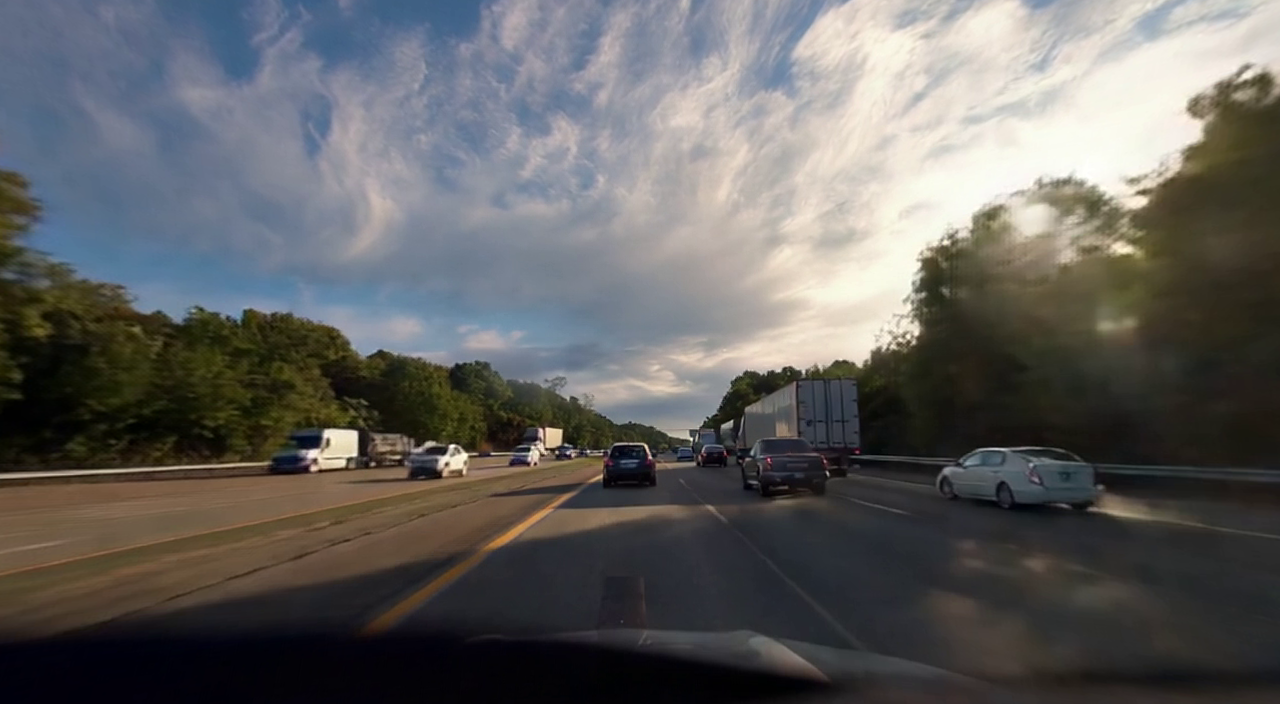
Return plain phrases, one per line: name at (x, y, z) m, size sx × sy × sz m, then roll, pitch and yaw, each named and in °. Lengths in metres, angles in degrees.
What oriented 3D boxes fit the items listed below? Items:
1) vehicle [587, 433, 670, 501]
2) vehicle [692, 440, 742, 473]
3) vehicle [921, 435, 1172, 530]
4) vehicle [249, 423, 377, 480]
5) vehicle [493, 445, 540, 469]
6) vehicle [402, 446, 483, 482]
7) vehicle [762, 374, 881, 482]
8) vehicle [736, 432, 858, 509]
vehicle at (-0.251, 3.086, 17.231) m, size 2.023 × 1.618 × 3.628 m, roll 0°, pitch -9°, yaw 1°
vehicle at (4.049, 5.591, 33.825) m, size 2.150 × 1.632 × 4.260 m, roll 0°, pitch -9°, yaw 0°
vehicle at (7.336, 2.385, 12.051) m, size 1.951 × 1.467 × 4.173 m, roll 0°, pitch -9°, yaw -1°
vehicle at (-16.131, 5.022, 31.857) m, size 2.537 × 2.511 × 7.298 m, roll 0°, pitch -9°, yaw 0°
vehicle at (-7.974, 6.829, 41.193) m, size 2.106 × 1.494 × 4.170 m, roll 0°, pitch -9°, yaw 1°
vehicle at (-8.795, 5.034, 28.538) m, size 2.053 × 1.476 × 4.544 m, roll -1°, pitch -9°, yaw 2°
vehicle at (7.673, 3.501, 28.164) m, size 2.823 × 4.063 × 8.485 m, roll 0°, pitch -9°, yaw 1°
vehicle at (3.621, 2.817, 15.348) m, size 1.920 × 1.594 × 3.867 m, roll 0°, pitch -9°, yaw -1°
